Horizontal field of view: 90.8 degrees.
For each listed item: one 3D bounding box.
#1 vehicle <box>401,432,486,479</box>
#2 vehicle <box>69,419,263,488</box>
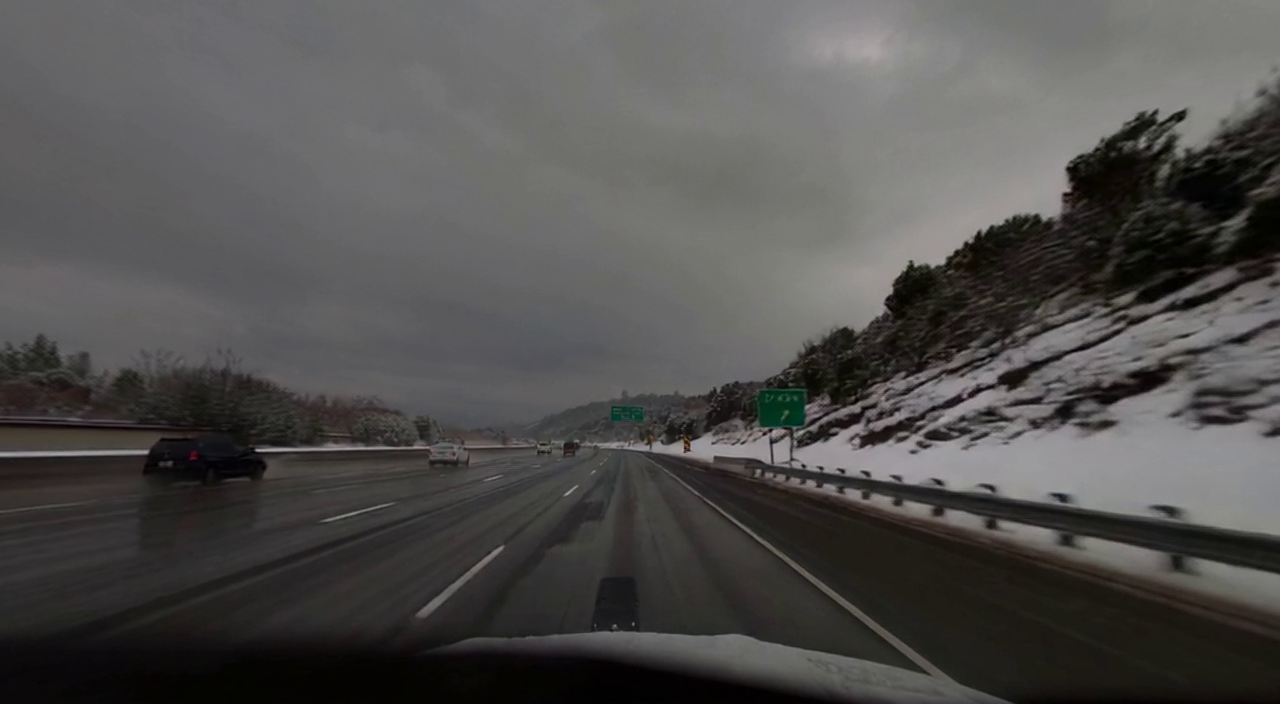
[{"bbox_3d":[-7.844,4.185,25.684,2.104,1.715,4.319,0,-9,-1],"label":"vehicle"},{"bbox_3d":[-15.304,3.353,20.989,2.240,1.953,5.452,0,-9,-1],"label":"vehicle"}]
